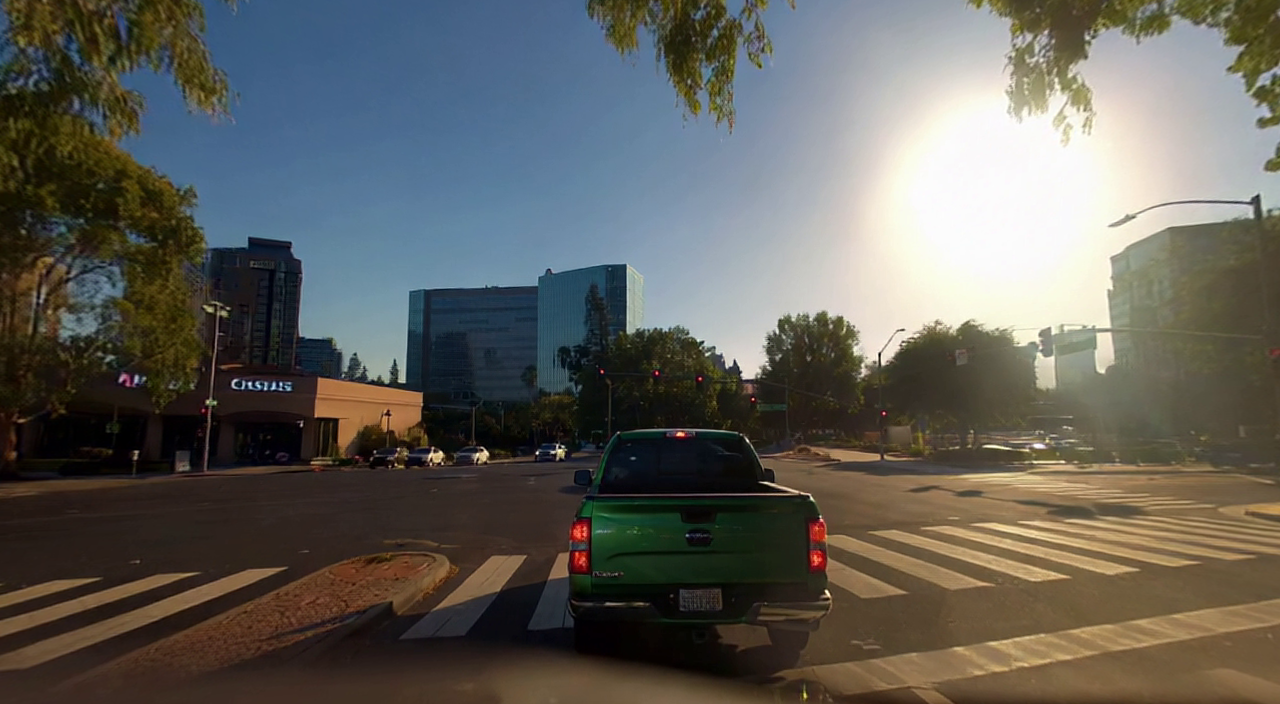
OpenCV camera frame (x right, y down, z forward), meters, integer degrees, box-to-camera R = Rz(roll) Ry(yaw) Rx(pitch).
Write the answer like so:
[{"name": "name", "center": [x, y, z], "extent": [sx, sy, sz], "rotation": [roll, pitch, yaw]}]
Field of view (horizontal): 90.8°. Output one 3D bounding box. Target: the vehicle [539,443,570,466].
[{"name": "vehicle", "center": [-6.044, 7.125, 44.105], "extent": [1.879, 1.464, 4.457], "rotation": [2, -9, -11]}]

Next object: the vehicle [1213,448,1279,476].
[{"name": "vehicle", "center": [34.787, 6.164, 35.695], "extent": [4.658, 1.478, 1.946], "rotation": [4, -10, -27]}]

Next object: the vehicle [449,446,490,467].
[{"name": "vehicle", "center": [-12.620, 7.761, 47.096], "extent": [1.946, 1.474, 4.008], "rotation": [0, -9, 0]}]

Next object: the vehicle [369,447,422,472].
[{"name": "vehicle", "center": [-16.249, 7.137, 42.228], "extent": [1.883, 1.586, 4.297], "rotation": [0, -9, 0]}]

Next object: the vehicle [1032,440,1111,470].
[{"name": "vehicle", "center": [26.349, 6.271, 38.554], "extent": [4.541, 1.731, 2.007], "rotation": [5, -10, -28]}]

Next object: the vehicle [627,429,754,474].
[{"name": "vehicle", "center": [2.335, 4.758, 30.263], "extent": [5.667, 1.927, 2.289], "rotation": [-6, -11, 36]}]
